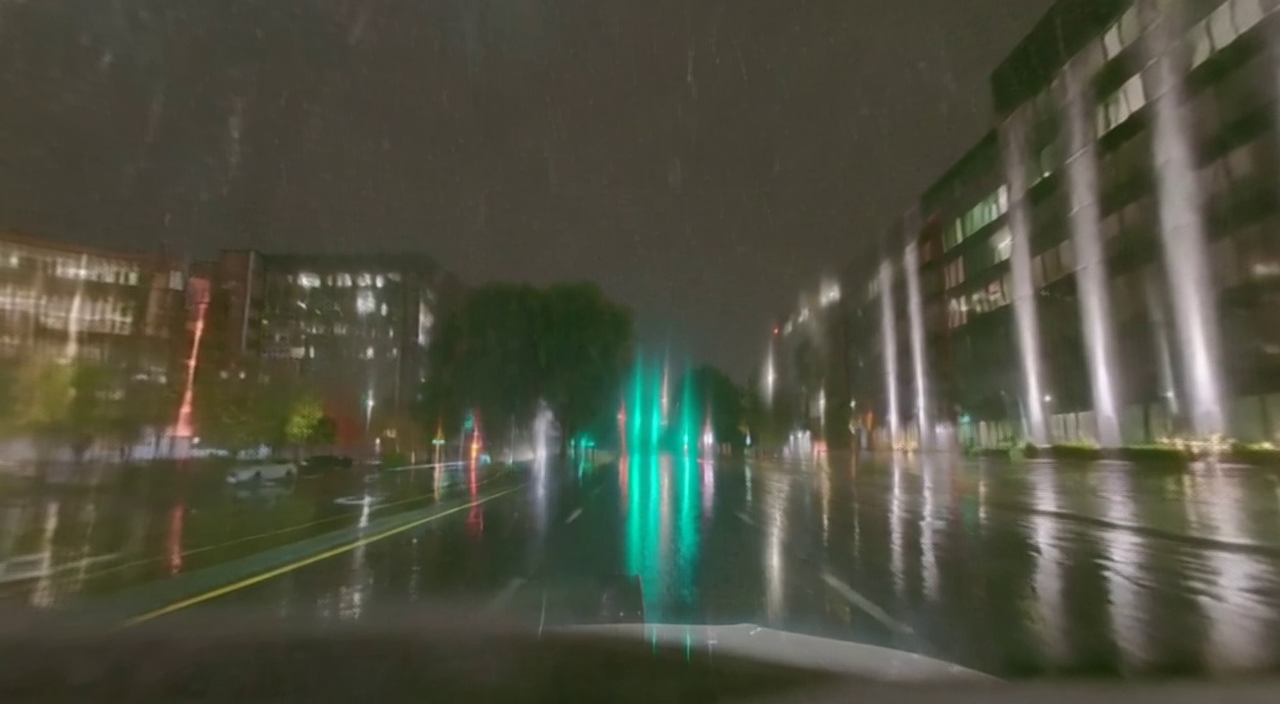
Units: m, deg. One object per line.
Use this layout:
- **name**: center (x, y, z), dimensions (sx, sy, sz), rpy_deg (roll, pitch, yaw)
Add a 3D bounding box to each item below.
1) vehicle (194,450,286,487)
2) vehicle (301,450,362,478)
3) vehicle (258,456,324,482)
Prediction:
- **vehicle**: center (-21.963, 6.376, 34.979), dimensions (1.922, 1.821, 4.729), rpy_deg (0, -8, 1)
- **vehicle**: center (-22.222, 8.061, 45.721), dimensions (2.043, 1.816, 4.776), rpy_deg (0, -8, -1)
- **vehicle**: center (-22.022, 7.355, 40.078), dimensions (1.897, 1.462, 4.278), rpy_deg (0, -8, -2)
